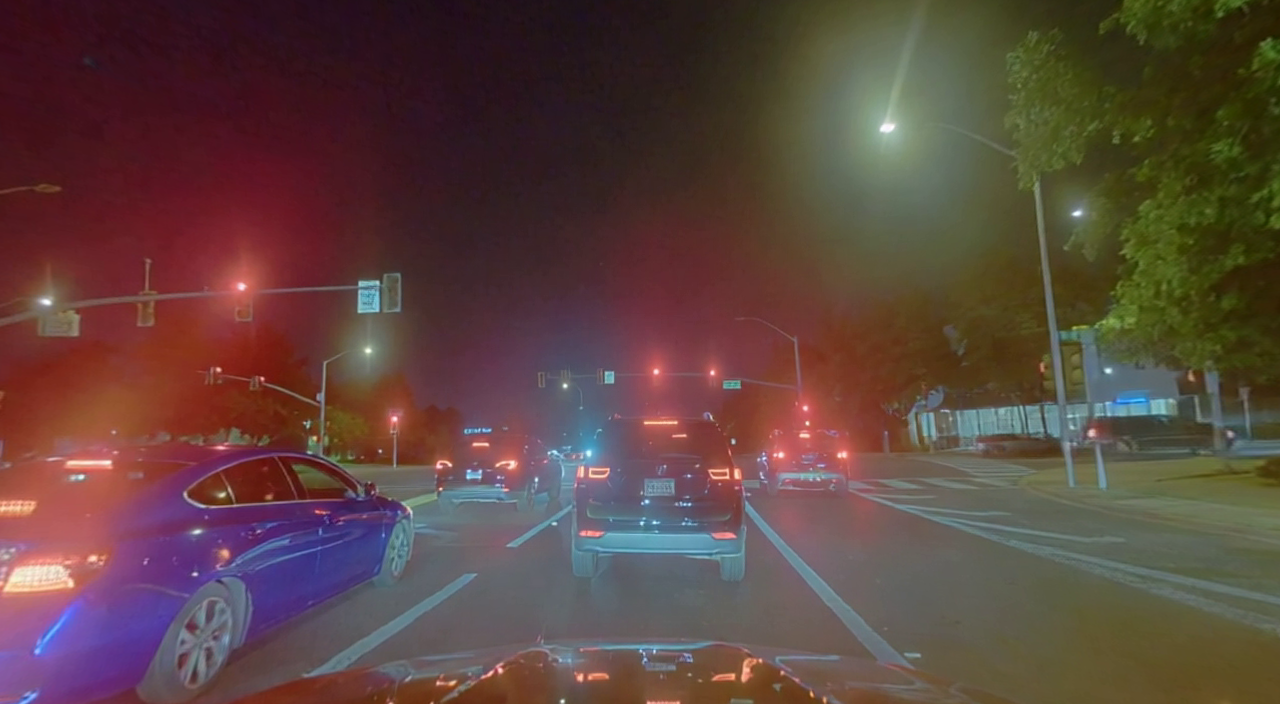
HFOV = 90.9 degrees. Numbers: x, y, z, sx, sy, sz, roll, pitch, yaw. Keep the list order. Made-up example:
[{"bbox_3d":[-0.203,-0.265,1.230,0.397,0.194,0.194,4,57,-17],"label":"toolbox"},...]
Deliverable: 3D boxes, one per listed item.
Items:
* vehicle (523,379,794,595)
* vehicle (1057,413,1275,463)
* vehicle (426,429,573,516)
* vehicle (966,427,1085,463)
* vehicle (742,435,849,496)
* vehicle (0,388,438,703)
[{"bbox_3d":[0.211,1.465,7.635,2.300,1.832,4.331,0,-8,2],"label":"vehicle"},{"bbox_3d":[23.078,3.816,28.031,6.879,1.984,2.808,-2,-7,7],"label":"vehicle"},{"bbox_3d":[-2.678,2.394,13.054,1.851,1.502,4.042,0,-8,4],"label":"vehicle"},{"bbox_3d":[17.513,4.254,28.858,4.026,1.573,2.271,-2,-9,11],"label":"vehicle"},{"bbox_3d":[4.109,3.058,17.334,1.979,1.453,4.011,0,-8,1],"label":"vehicle"},{"bbox_3d":[-3.218,1.193,4.386,1.958,1.494,4.624,0,-8,2],"label":"vehicle"}]
